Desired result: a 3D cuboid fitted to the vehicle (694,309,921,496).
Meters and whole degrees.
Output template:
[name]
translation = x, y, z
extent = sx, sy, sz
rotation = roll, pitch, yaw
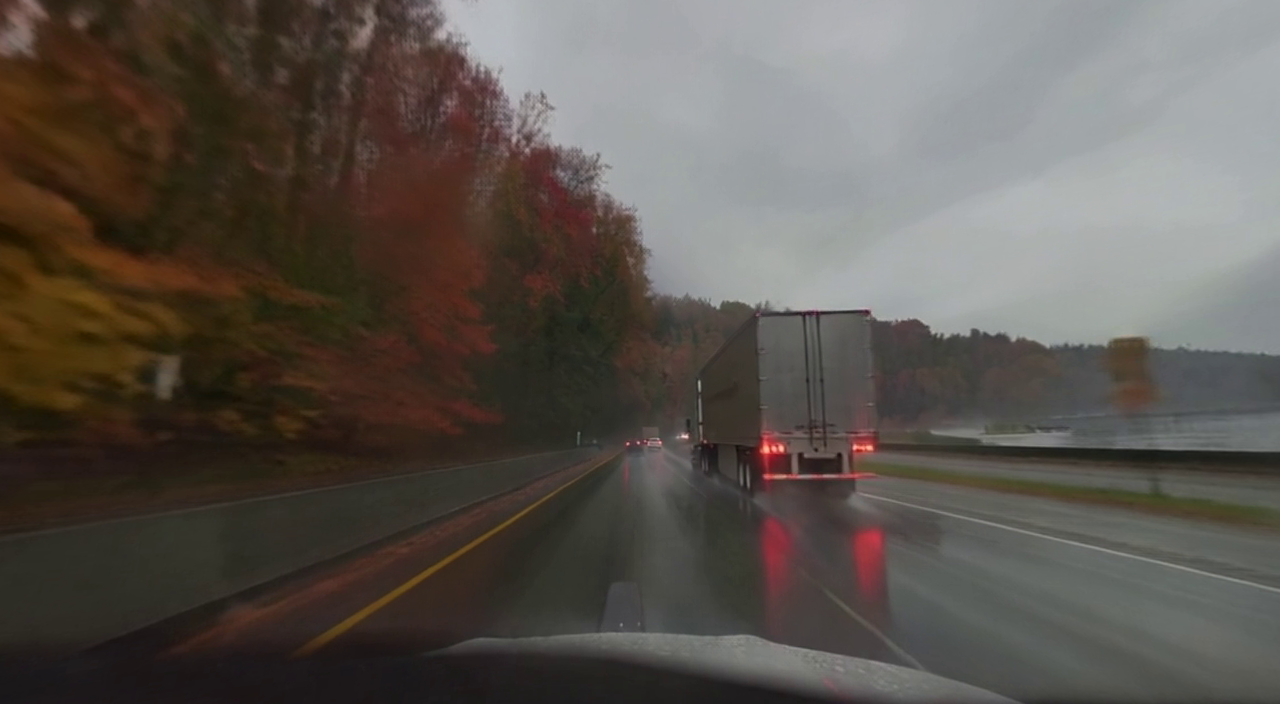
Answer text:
[vehicle]
translation = 4.258, 2.121, 21.081
extent = 3.357, 4.101, 14.659
rotation = 0, -8, -1
